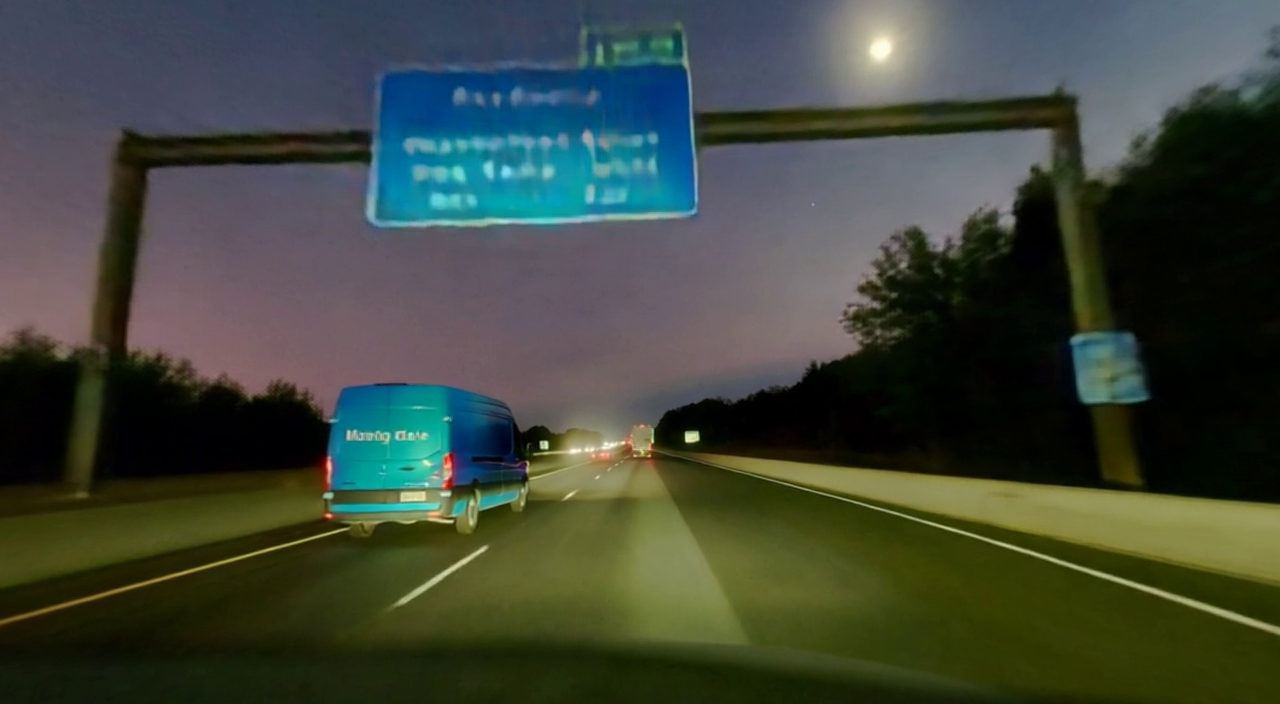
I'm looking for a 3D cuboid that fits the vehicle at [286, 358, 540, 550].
[{"bbox_3d":[-3.671,1.916,12.224,2.320,2.636,7.021,0,-9,0],"label":"vehicle"}]
